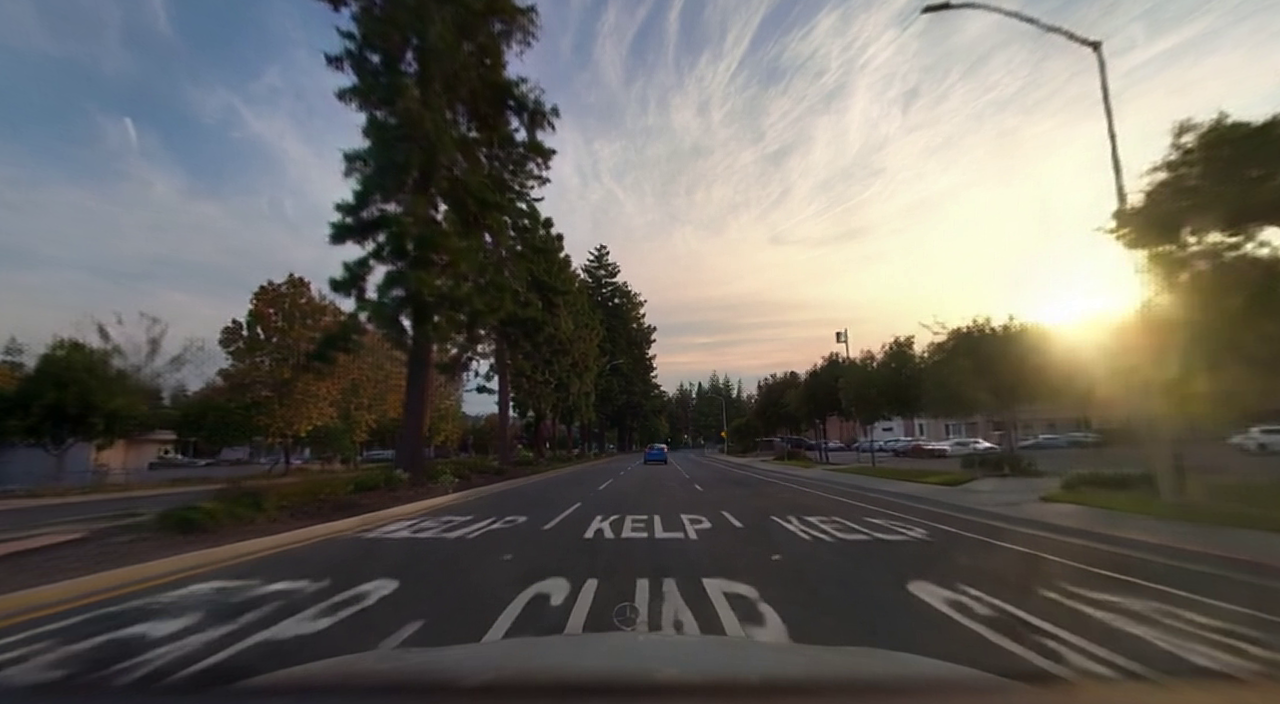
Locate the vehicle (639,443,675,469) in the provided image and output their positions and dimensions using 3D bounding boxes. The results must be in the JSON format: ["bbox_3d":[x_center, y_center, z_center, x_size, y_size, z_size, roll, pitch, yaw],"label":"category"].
[{"bbox_3d":[1.052,6.594,40.002,2.144,1.505,4.128,0,-9,0],"label":"vehicle"}]
